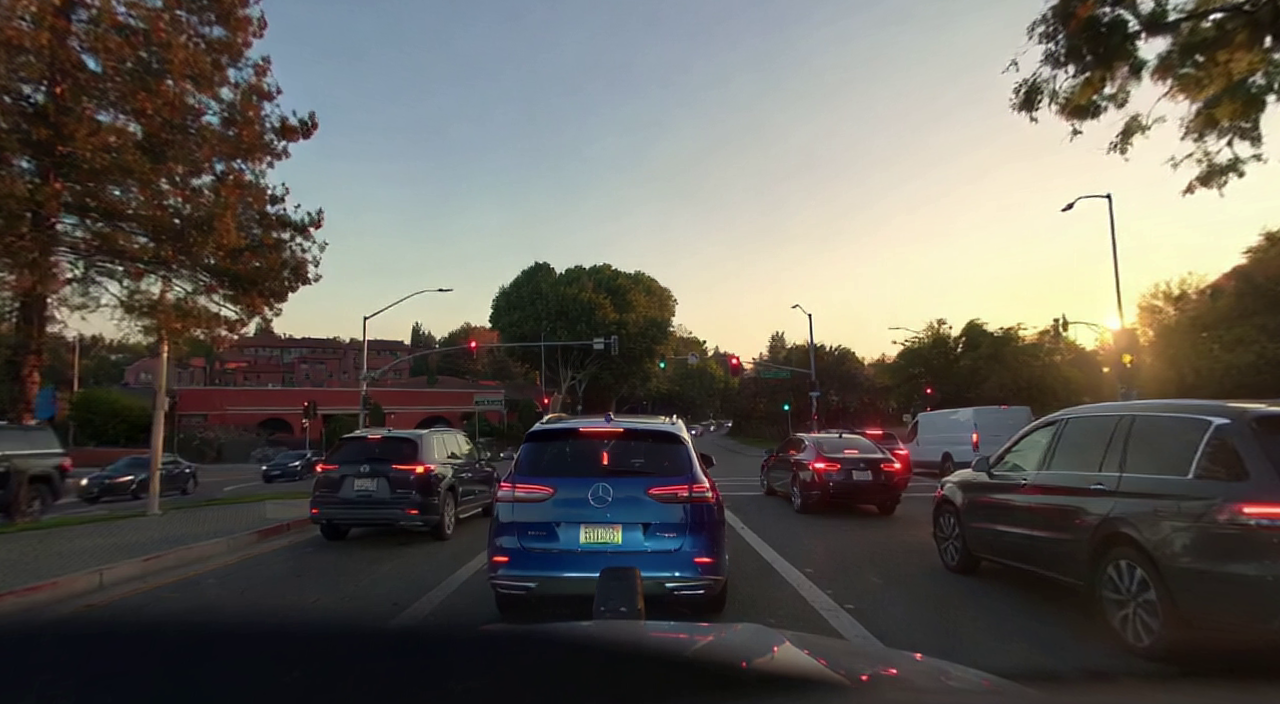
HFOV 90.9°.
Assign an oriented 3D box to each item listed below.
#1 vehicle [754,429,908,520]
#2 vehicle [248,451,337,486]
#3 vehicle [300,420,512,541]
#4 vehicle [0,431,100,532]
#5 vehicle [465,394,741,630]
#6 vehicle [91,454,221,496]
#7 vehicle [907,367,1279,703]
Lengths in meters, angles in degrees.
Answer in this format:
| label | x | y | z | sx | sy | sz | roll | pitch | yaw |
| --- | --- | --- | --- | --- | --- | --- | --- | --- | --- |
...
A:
| label | x | y | z | sx | sy | sz | roll | pitch | yaw |
| --- | --- | --- | --- | --- | --- | --- | --- | --- | --- |
| vehicle | 3.682 | 2.423 | 12.960 | 1.847 | 1.554 | 3.885 | 0 | -8 | -2 |
| vehicle | -15.703 | 5.251 | 28.756 | 1.774 | 1.468 | 3.863 | 0 | -8 | 1 |
| vehicle | -3.759 | 2.143 | 11.152 | 2.012 | 1.701 | 4.316 | 0 | -8 | 1 |
| vehicle | -12.203 | 2.203 | 10.635 | 1.966 | 1.757 | 4.622 | 0 | -8 | 2 |
| vehicle | -0.163 | 1.470 | 6.736 | 2.022 | 1.700 | 4.084 | 0 | -8 | 3 |
| vehicle | -19.763 | 5.015 | 26.042 | 1.821 | 1.503 | 4.384 | 0 | -8 | 0 |
| vehicle | 4.156 | 1.264 | 5.379 | 2.014 | 1.740 | 4.515 | 0 | -8 | 4 |
